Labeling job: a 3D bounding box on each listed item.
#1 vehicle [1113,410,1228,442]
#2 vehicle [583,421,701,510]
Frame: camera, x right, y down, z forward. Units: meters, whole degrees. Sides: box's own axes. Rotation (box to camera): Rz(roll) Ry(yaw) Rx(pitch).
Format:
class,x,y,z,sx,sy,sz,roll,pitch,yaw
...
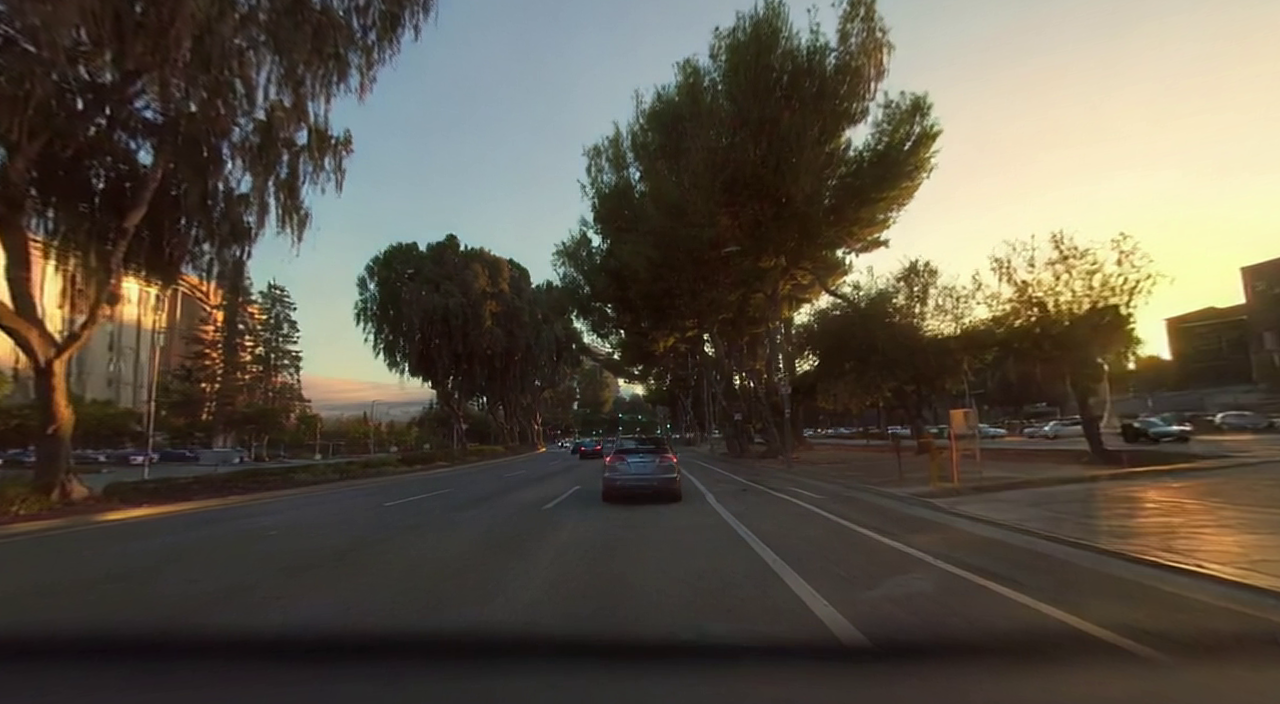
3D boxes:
class,x,y,z,sx,sy,sz,roll,pitch,yaw
vehicle,31.877,4.507,38.117,4.903,1.767,2.105,-5,-10,31
vehicle,0.057,2.444,13.975,2.199,1.652,4.101,0,-8,1
